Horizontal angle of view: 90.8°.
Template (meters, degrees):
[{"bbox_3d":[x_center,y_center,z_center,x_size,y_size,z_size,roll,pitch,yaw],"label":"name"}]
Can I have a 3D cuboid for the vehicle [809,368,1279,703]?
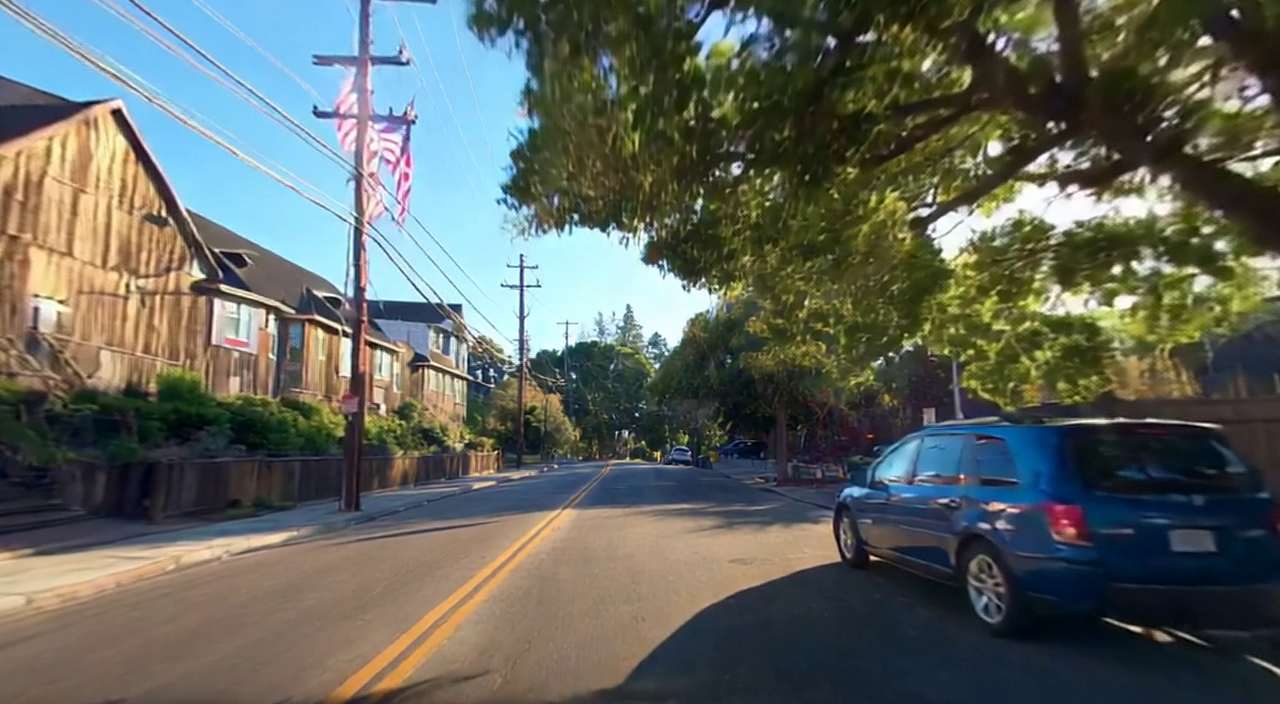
[{"bbox_3d":[3.371,1.325,5.796,2.203,1.787,4.704,0,-9,-2],"label":"vehicle"}]

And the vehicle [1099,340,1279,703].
[{"bbox_3d":[3.530,0.608,0.875,2.061,1.793,5.100,0,-9,2],"label":"vehicle"}]
